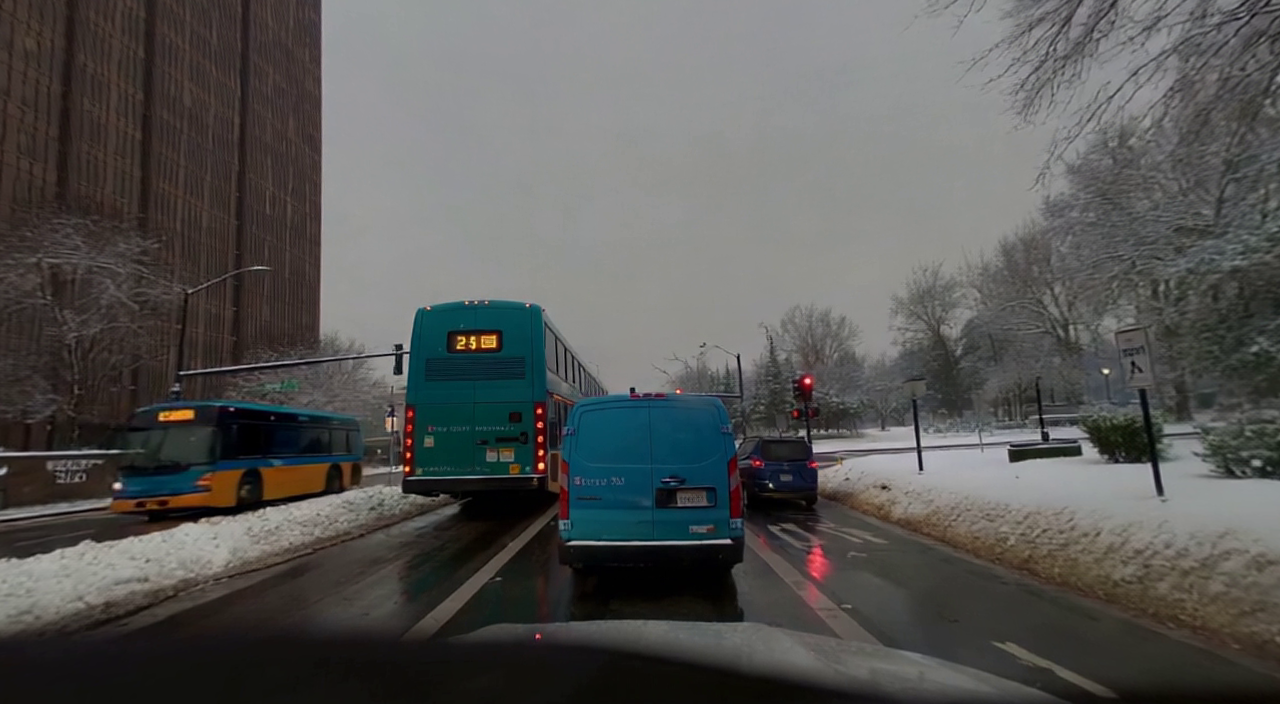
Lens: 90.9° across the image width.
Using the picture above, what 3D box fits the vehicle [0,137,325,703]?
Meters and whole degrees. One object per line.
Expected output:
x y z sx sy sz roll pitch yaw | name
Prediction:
-2.745 0.323 0.201 2.329 2.089 5.659 0 -9 0 | vehicle

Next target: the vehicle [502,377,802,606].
0.131 1.501 7.518 2.500 1.912 4.270 0 -9 1 | vehicle

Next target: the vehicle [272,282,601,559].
-2.898 1.843 14.639 3.042 3.445 13.615 0 -9 0 | vehicle
